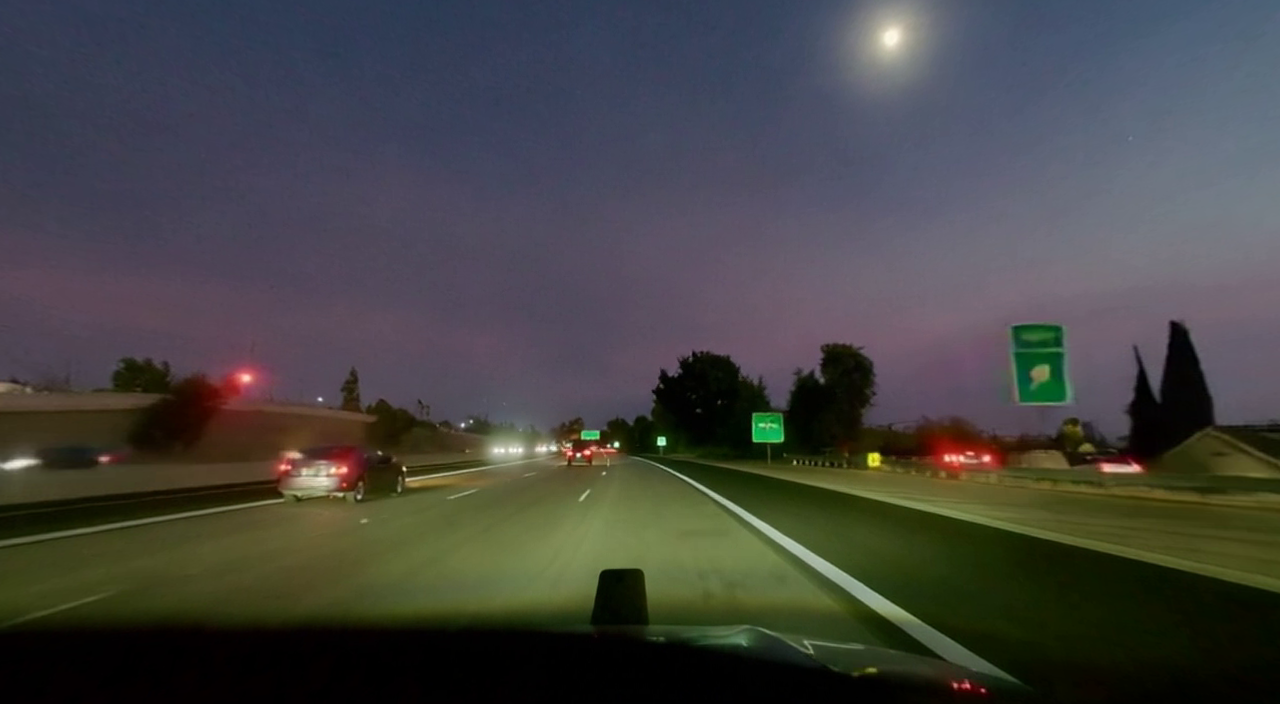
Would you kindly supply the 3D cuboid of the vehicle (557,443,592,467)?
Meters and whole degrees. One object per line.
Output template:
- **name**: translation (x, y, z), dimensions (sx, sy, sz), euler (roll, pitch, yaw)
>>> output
- **vehicle**: translation (-4.185, 6.688, 41.050), dimensions (1.936, 1.465, 4.060), euler (0, -8, -1)

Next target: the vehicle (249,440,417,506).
- **vehicle**: translation (-7.741, 3.076, 16.545), dimensions (2.038, 1.463, 4.656), euler (0, -8, 0)

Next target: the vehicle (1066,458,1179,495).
- **vehicle**: translation (21.940, 5.627, 28.933), dimensions (1.950, 1.462, 4.391), euler (-1, -8, 5)

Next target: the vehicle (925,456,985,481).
- **vehicle**: translation (20.238, 7.479, 40.724), dimensions (2.005, 1.478, 4.056), euler (-1, -9, 5)
